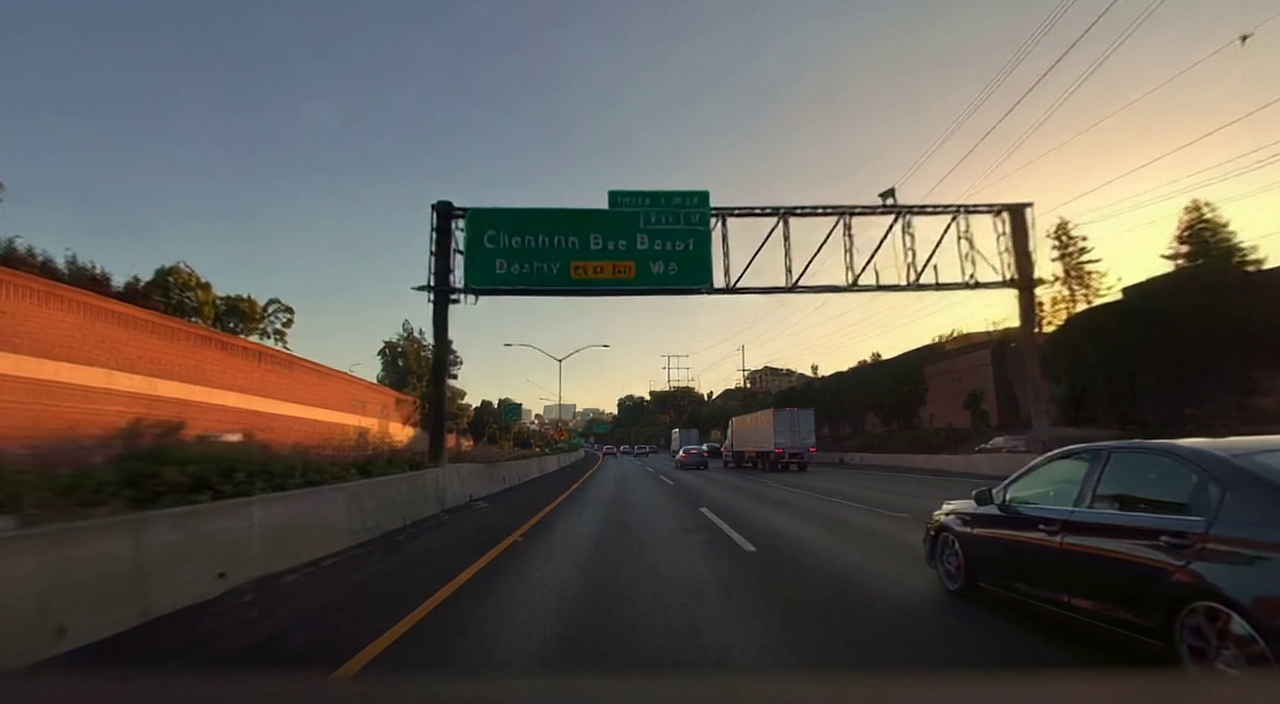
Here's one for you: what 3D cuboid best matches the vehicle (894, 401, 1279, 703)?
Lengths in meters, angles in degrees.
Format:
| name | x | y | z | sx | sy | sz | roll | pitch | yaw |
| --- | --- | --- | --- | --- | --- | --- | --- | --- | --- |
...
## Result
| name | x | y | z | sx | sy | sz | roll | pitch | yaw |
| --- | --- | --- | --- | --- | --- | --- | --- | --- | --- |
| vehicle | 3.369 | 1.121 | 3.696 | 1.922 | 1.465 | 4.165 | 0 | -9 | -2 |

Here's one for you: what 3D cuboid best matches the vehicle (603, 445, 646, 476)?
| name | x | y | z | sx | sy | sz | roll | pitch | yaw |
| --- | --- | --- | --- | --- | --- | --- | --- | --- | --- |
| vehicle | -0.806 | 5.534 | 32.414 | 2.083 | 1.477 | 3.965 | 0 | -9 | -2 |

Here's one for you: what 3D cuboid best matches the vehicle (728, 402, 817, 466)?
| name | x | y | z | sx | sy | sz | roll | pitch | yaw |
| --- | --- | --- | --- | --- | --- | --- | --- | --- | --- |
| vehicle | 9.722 | 6.532 | 48.989 | 2.914 | 4.134 | 15.553 | 0 | -9 | -3 |

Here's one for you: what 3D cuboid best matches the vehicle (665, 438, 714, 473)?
| name | x | y | z | sx | sy | sz | roll | pitch | yaw |
| --- | --- | --- | --- | --- | --- | --- | --- | --- | --- |
| vehicle | 2.711 | 5.802 | 35.567 | 2.114 | 1.849 | 4.692 | 0 | -9 | -3 |
